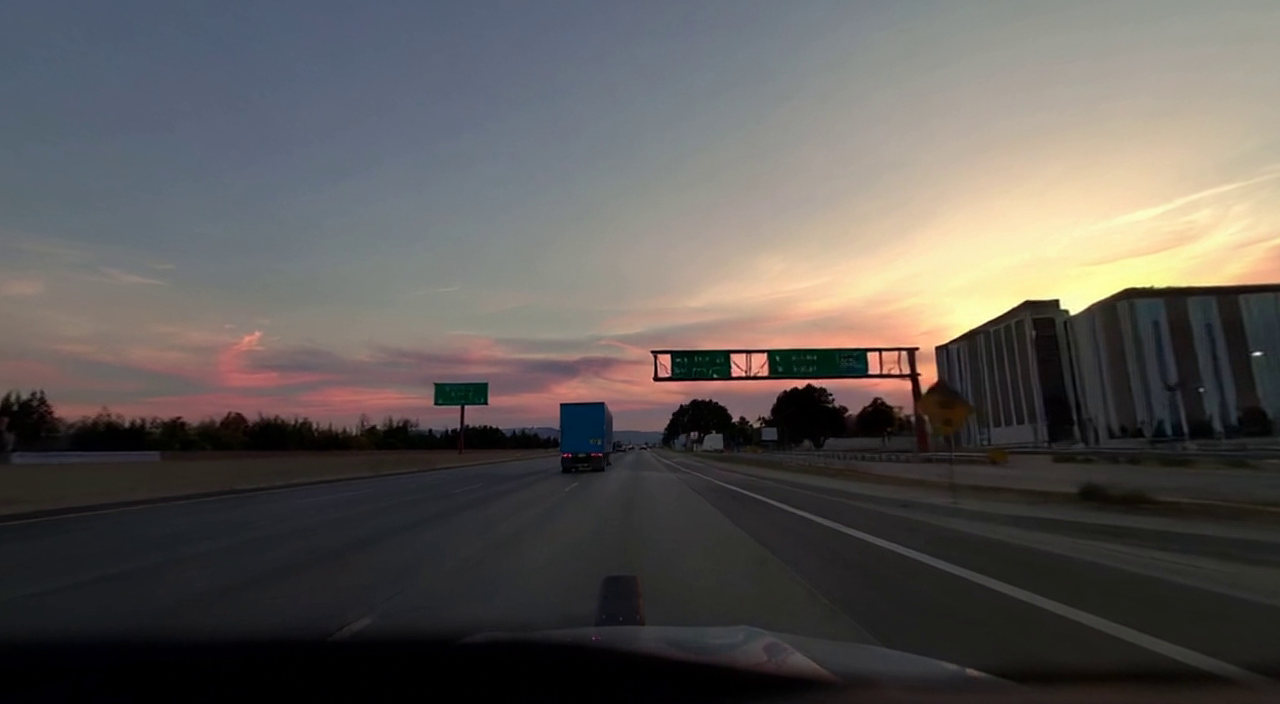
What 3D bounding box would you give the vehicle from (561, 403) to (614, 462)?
[{"bbox_3d":[-3.726,6.184,47.385,3.059,3.867,10.343,0,-9,0],"label":"vehicle"}]
